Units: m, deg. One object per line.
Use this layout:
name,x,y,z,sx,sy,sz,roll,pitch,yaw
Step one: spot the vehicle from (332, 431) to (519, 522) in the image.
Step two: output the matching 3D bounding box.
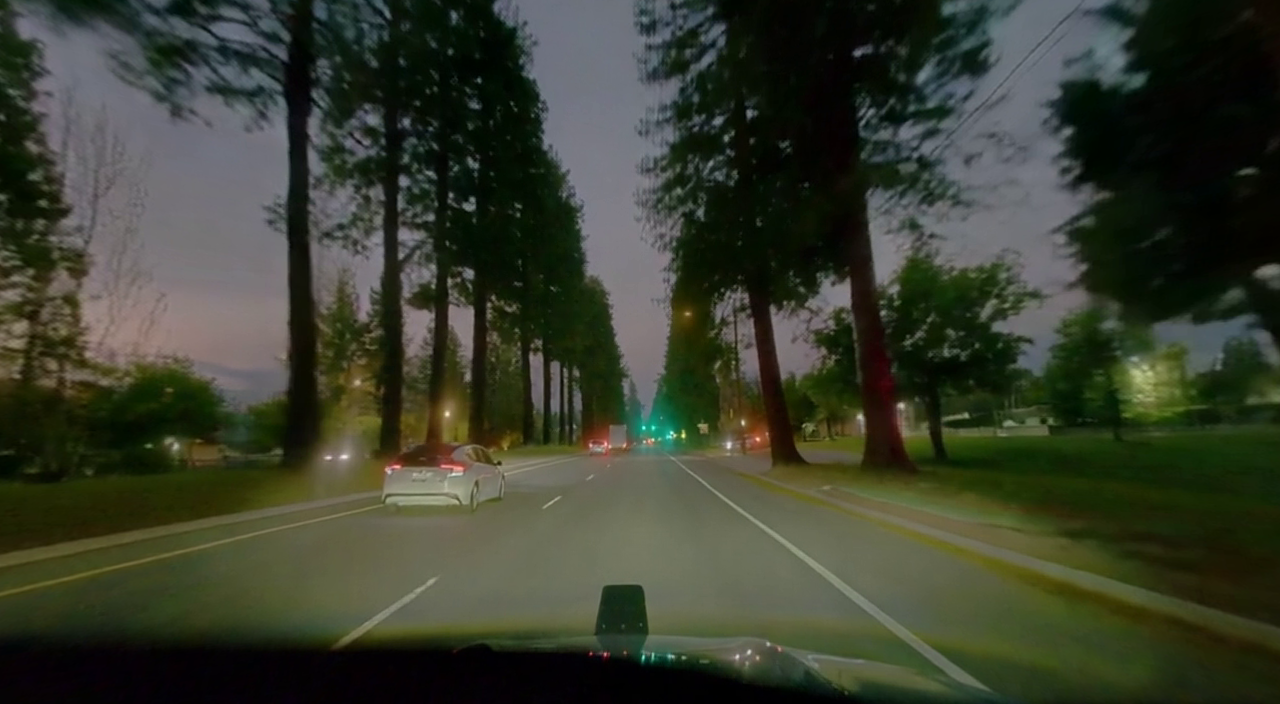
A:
vehicle,-3.902,2.337,12.444,2.033,1.454,4.512,0,-8,1

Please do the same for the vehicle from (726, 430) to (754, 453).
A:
vehicle,7.582,6.808,47.929,1.594,1.688,2.861,-2,-8,1
